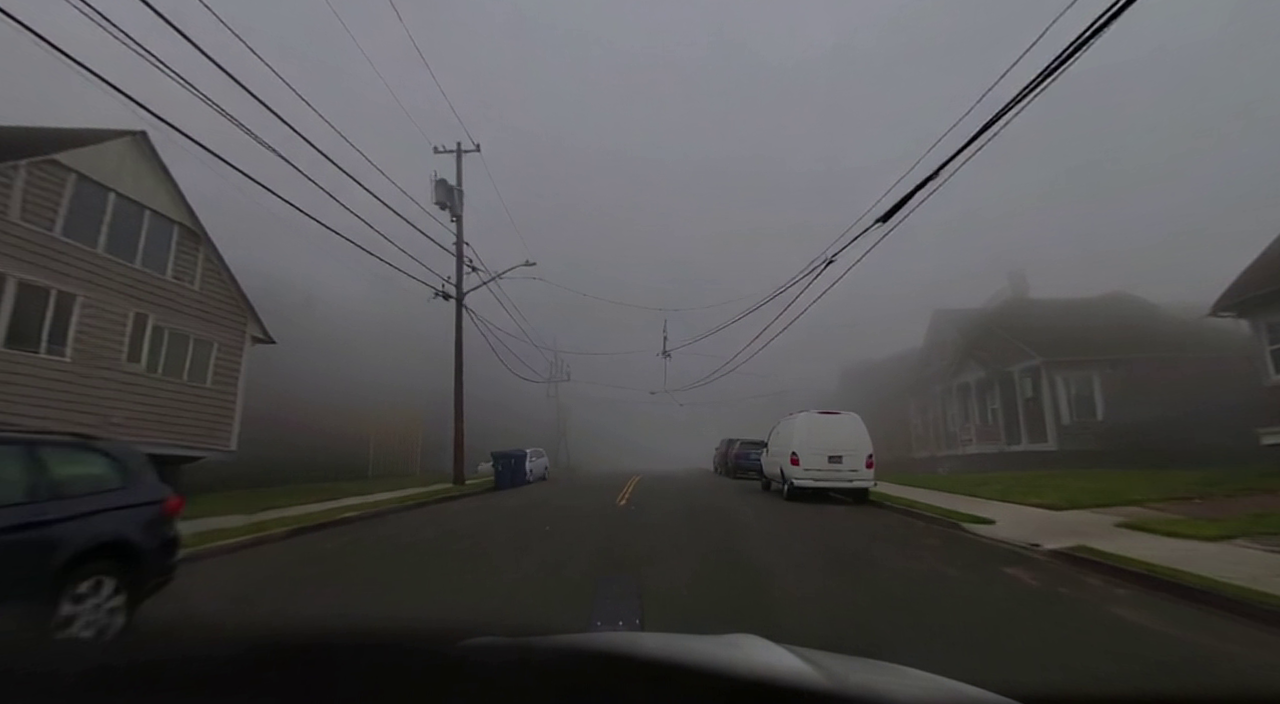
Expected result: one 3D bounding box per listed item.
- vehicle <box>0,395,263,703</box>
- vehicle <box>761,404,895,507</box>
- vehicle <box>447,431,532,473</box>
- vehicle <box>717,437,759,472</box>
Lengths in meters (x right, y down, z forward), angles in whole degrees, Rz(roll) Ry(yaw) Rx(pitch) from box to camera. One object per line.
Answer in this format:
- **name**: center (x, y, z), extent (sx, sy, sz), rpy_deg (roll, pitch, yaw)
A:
- **vehicle**: center (-3.972, 0.933, 2.620), extent (1.960, 1.507, 4.542), rpy_deg (-1, -6, 1)
- **vehicle**: center (4.581, 2.573, 16.180), extent (2.343, 2.229, 4.199), rpy_deg (0, -8, 3)
- **vehicle**: center (-7.514, 5.000, 31.794), extent (3.684, 1.628, 1.792), rpy_deg (5, -5, 3)
- **vehicle**: center (5.344, 5.627, 34.993), extent (1.961, 1.777, 4.189), rpy_deg (0, -8, 4)
